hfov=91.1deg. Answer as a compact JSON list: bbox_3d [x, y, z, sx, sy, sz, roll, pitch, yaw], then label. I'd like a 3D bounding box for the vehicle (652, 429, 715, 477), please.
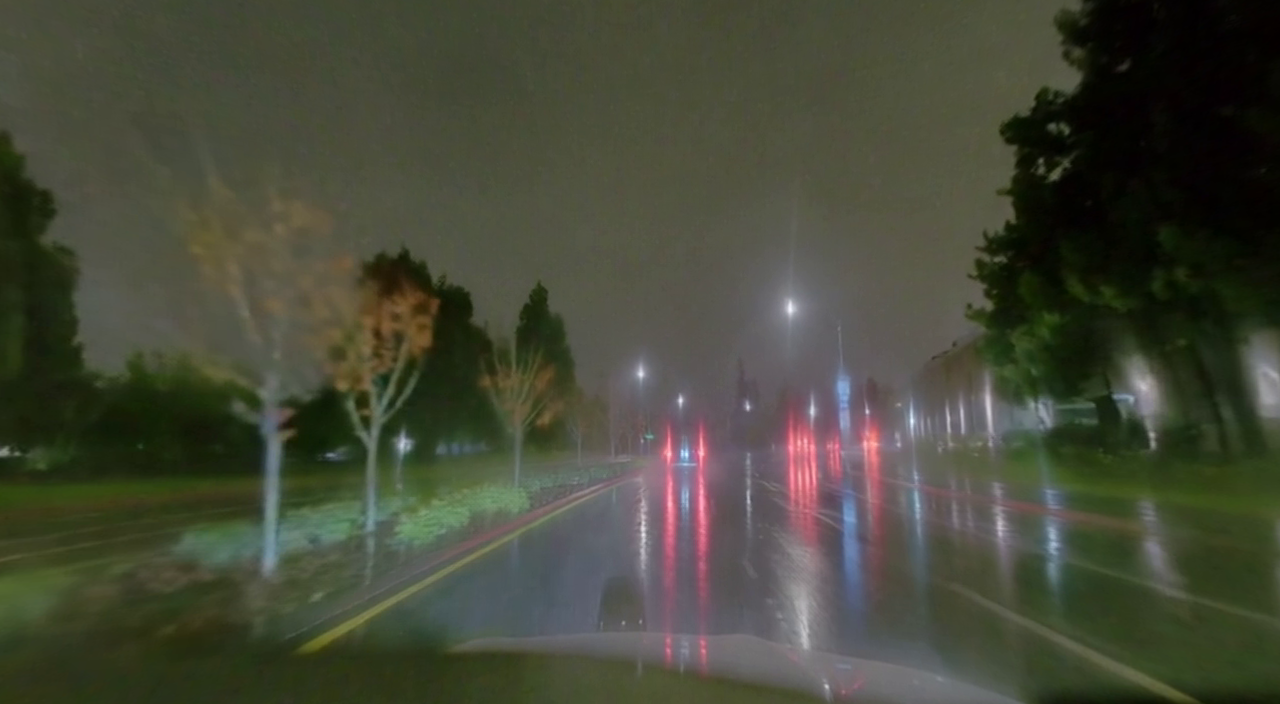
[{"bbox_3d":[2.090,4.520,28.442,2.371,1.926,5.615,-2,-8,8],"label":"vehicle"}]
